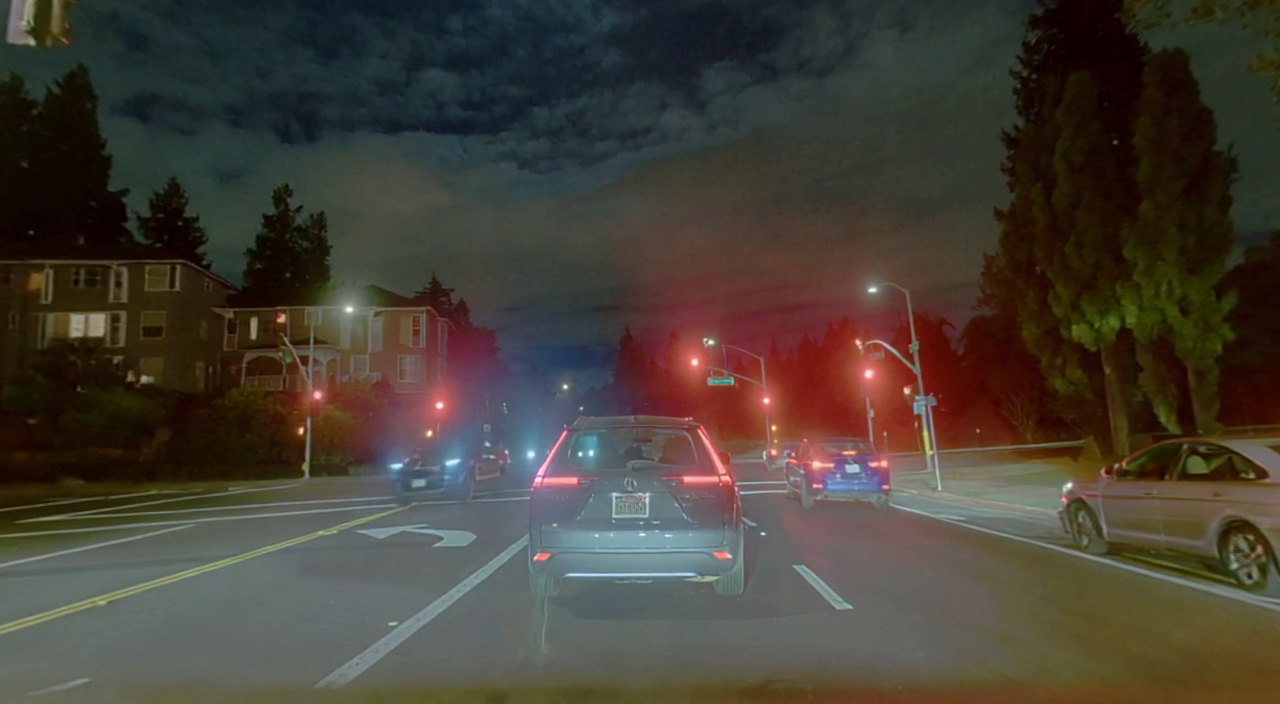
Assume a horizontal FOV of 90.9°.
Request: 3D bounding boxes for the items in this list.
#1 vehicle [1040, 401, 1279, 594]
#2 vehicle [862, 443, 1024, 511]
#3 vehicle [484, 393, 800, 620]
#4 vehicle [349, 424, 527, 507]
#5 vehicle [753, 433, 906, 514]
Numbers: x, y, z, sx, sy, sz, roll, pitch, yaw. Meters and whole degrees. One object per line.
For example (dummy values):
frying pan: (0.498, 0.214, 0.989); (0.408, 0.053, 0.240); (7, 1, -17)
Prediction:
vehicle: (7.022, 1.534, 7.049); (1.989, 1.791, 4.735); (0, -8, 1)
vehicle: (7.293, 3.010, 15.794); (1.860, 1.436, 4.479); (0, -8, 0)
vehicle: (0.042, 1.464, 6.914); (2.322, 1.667, 4.367); (0, -8, 1)
vehicle: (-4.921, 2.843, 16.310); (2.059, 1.797, 4.824); (-2, -9, 15)
vehicle: (4.048, 2.665, 14.426); (2.077, 1.527, 4.755); (0, -8, 1)
